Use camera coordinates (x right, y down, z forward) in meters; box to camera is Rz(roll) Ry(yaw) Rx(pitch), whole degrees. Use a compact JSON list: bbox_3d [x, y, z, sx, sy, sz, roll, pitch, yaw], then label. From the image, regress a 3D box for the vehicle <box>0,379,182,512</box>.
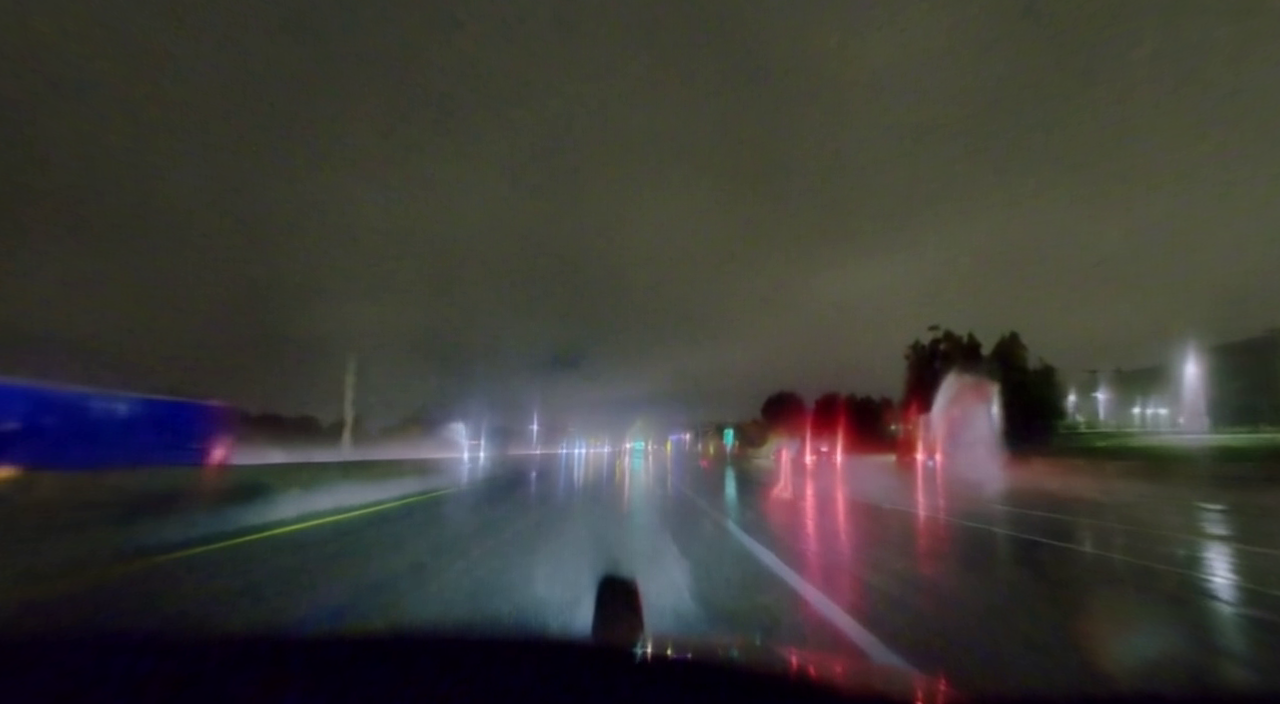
[{"bbox_3d":[-20.205,2.977,19.805,2.764,3.867,11.794,0,-9,-1],"label":"vehicle"}]
